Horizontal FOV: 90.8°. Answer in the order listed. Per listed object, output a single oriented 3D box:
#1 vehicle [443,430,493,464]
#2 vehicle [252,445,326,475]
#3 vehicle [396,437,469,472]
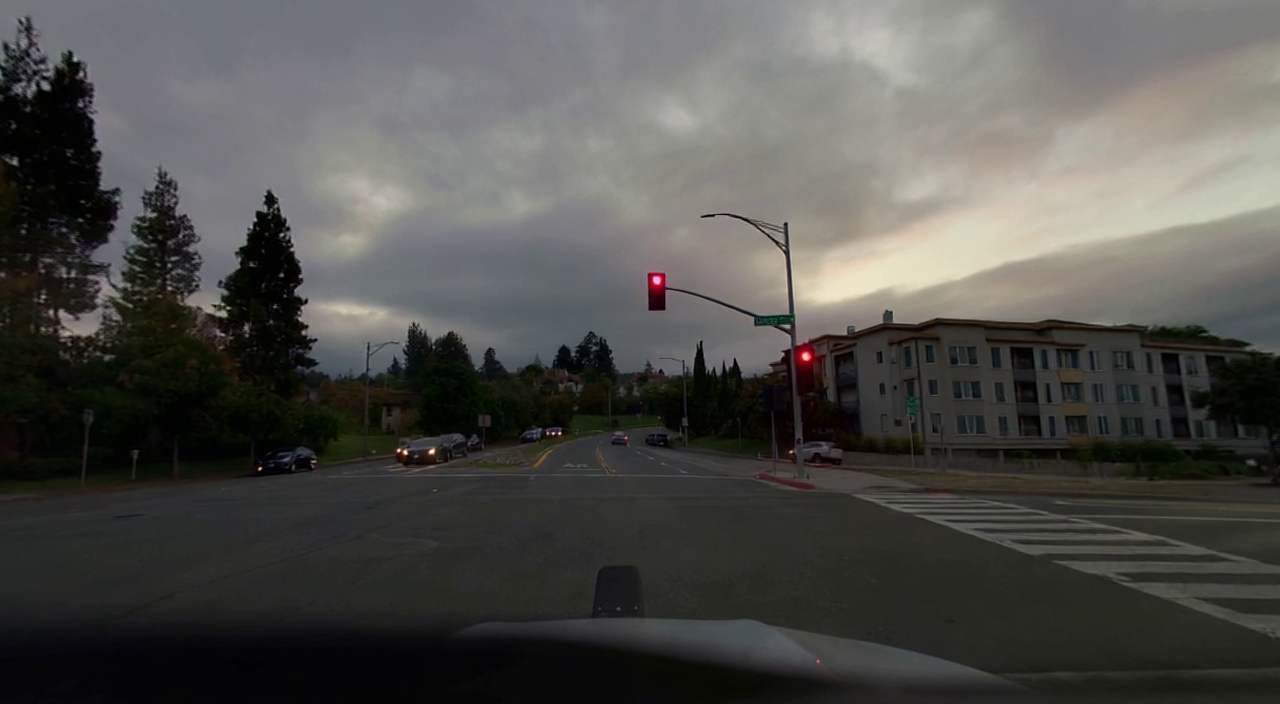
[{"bbox_3d":[-9.768,5.456,36.188,1.910,1.818,4.057,0,-9,-3],"label":"vehicle"},{"bbox_3d":[-21.049,6.471,38.107,1.981,1.628,4.336,0,-9,-1],"label":"vehicle"},{"bbox_3d":[-9.660,4.802,29.799,2.116,1.521,4.294,0,-9,-2],"label":"vehicle"}]
